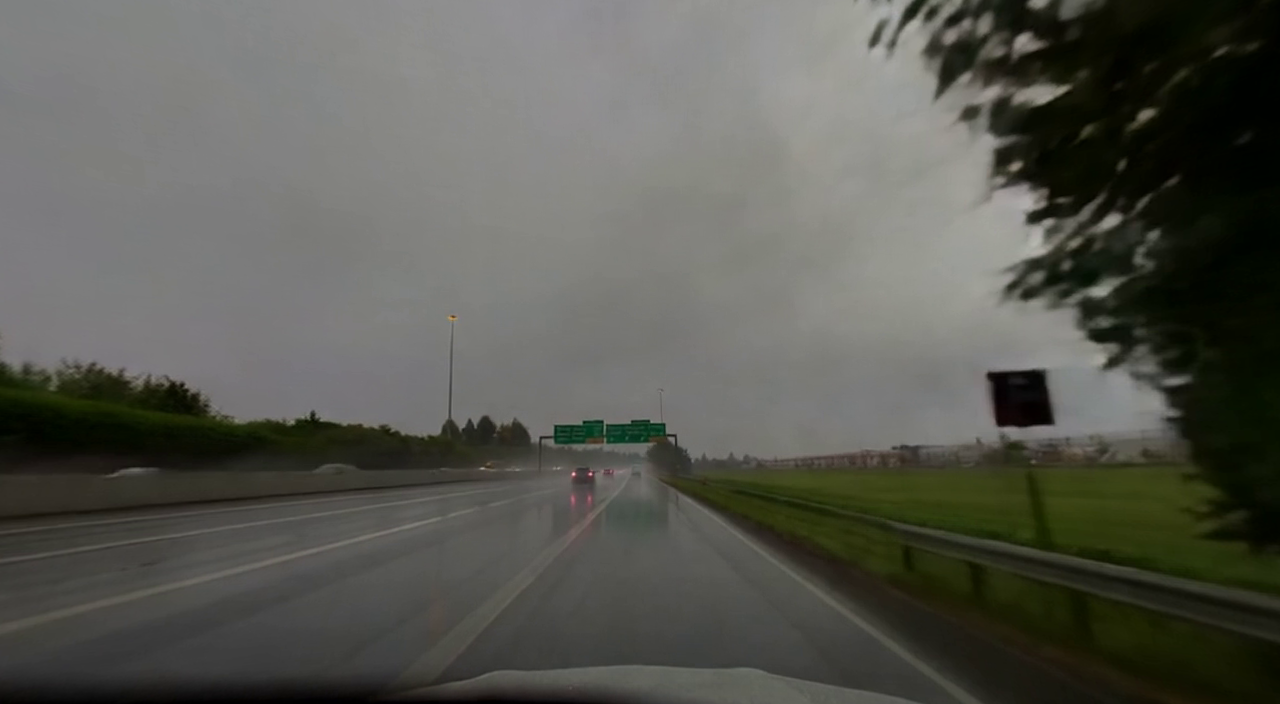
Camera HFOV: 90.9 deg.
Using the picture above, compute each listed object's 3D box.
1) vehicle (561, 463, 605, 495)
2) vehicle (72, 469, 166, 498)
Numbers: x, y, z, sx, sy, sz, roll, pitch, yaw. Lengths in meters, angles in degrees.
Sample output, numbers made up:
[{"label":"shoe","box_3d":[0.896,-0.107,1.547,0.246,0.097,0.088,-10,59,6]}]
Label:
[{"label":"vehicle","box_3d":[-3.163,7.193,35.667,2.092,1.642,3.895,1,-11,0]},{"label":"vehicle","box_3d":[-29.477,7.438,35.796,1.813,1.479,4.028,1,-11,0]}]
